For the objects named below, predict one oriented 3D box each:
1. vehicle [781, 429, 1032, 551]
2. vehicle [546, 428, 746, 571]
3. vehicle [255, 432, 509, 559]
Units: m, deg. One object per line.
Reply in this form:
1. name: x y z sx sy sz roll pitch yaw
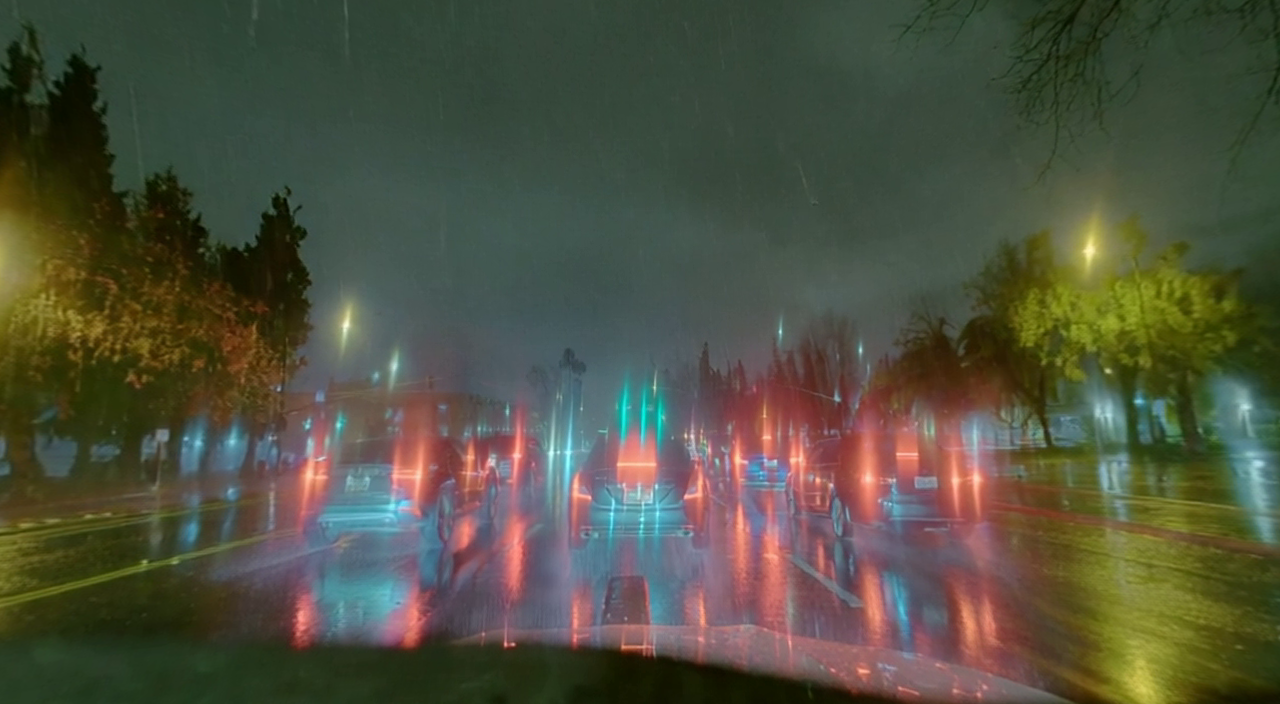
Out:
1. vehicle: 3.788 2.029 10.032 1.990 1.486 4.431 0 -8 -1
2. vehicle: 0.045 1.848 8.679 2.101 1.480 3.929 0 -8 0
3. vehicle: -3.465 1.990 9.499 2.002 1.465 4.098 0 -8 1
